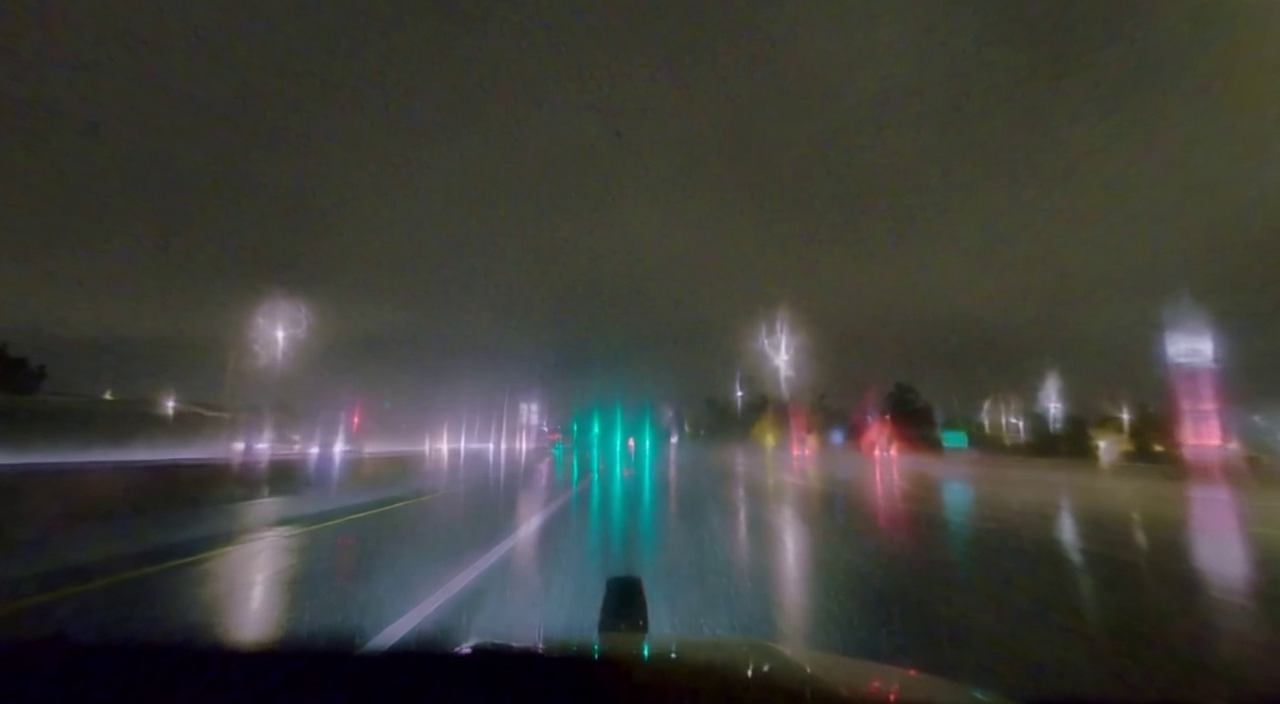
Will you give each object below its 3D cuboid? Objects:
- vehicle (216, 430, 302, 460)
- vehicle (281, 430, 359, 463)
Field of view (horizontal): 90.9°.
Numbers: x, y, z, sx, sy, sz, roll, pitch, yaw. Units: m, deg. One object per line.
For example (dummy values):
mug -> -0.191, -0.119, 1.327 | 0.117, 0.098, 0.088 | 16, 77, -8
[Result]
vehicle -> -26.637, 6.537, 44.444 | 2.668, 1.913, 5.887 | 0, -8, -4
vehicle -> -17.462, 5.199, 34.663 | 1.933, 1.660, 4.631 | 0, -8, -1
